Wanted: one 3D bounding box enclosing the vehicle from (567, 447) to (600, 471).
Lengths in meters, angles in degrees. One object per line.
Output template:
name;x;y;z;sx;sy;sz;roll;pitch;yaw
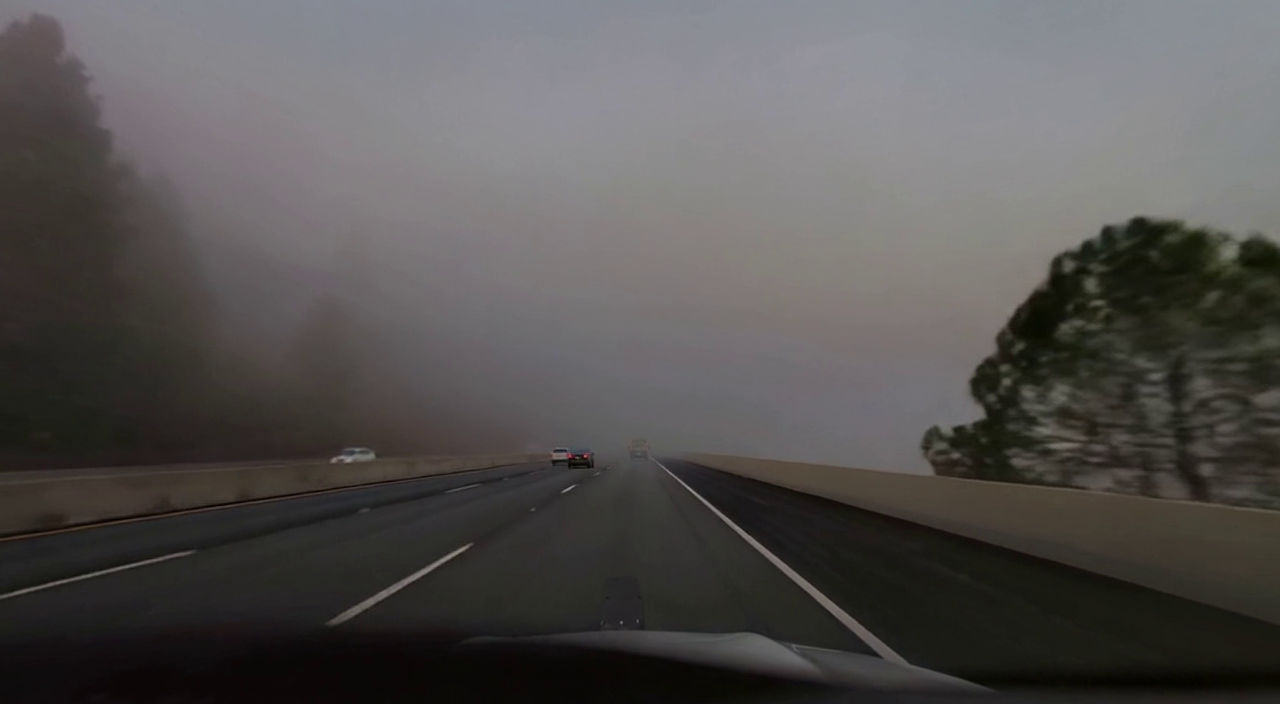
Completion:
vehicle;-3.800;7.254;43.046;1.893;1.521;3.742;0;-9;0
